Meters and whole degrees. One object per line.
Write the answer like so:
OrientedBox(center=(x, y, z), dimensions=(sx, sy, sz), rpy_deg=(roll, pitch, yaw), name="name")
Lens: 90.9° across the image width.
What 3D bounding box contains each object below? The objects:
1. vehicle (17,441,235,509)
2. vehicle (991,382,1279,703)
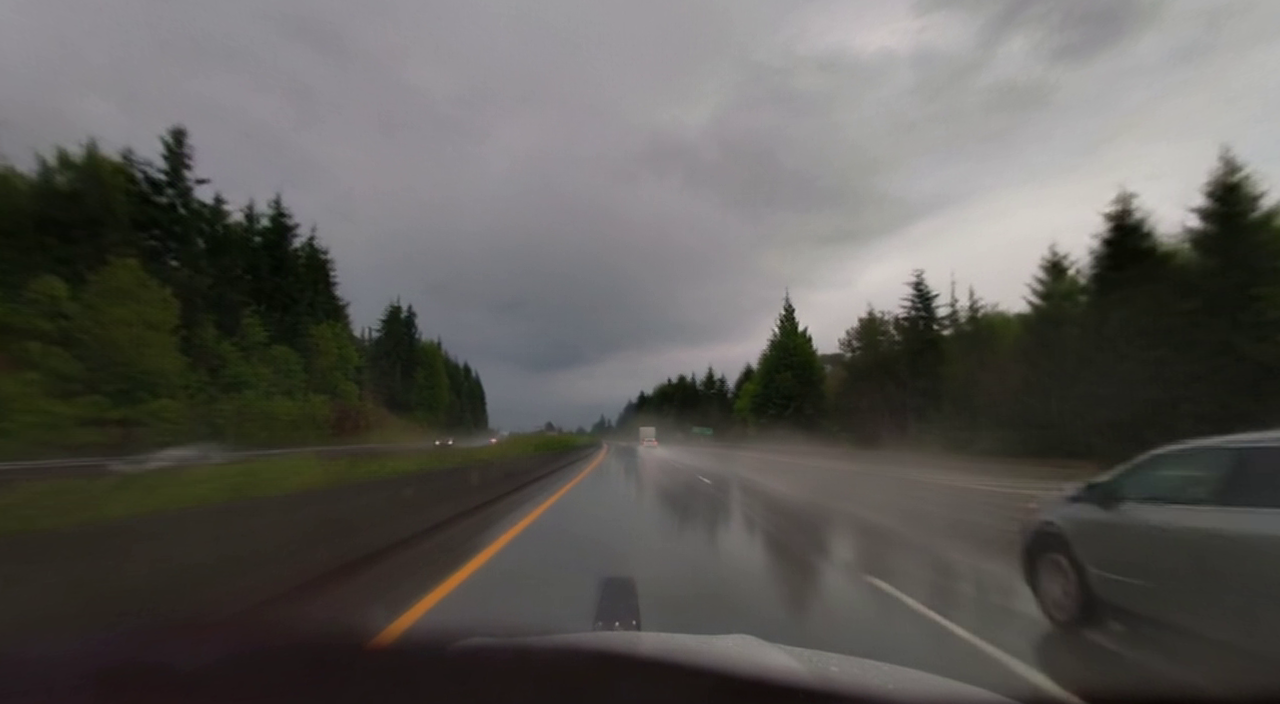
OrientedBox(center=(-12.899, 3.056, 16.309), dimensions=(1.905, 1.464, 4.510), rpy_deg=(0, -8, -1), name="vehicle")
OrientedBox(center=(3.716, 0.898, 2.675), dimensions=(1.958, 1.526, 4.227), rpy_deg=(0, -8, -1), name="vehicle")
